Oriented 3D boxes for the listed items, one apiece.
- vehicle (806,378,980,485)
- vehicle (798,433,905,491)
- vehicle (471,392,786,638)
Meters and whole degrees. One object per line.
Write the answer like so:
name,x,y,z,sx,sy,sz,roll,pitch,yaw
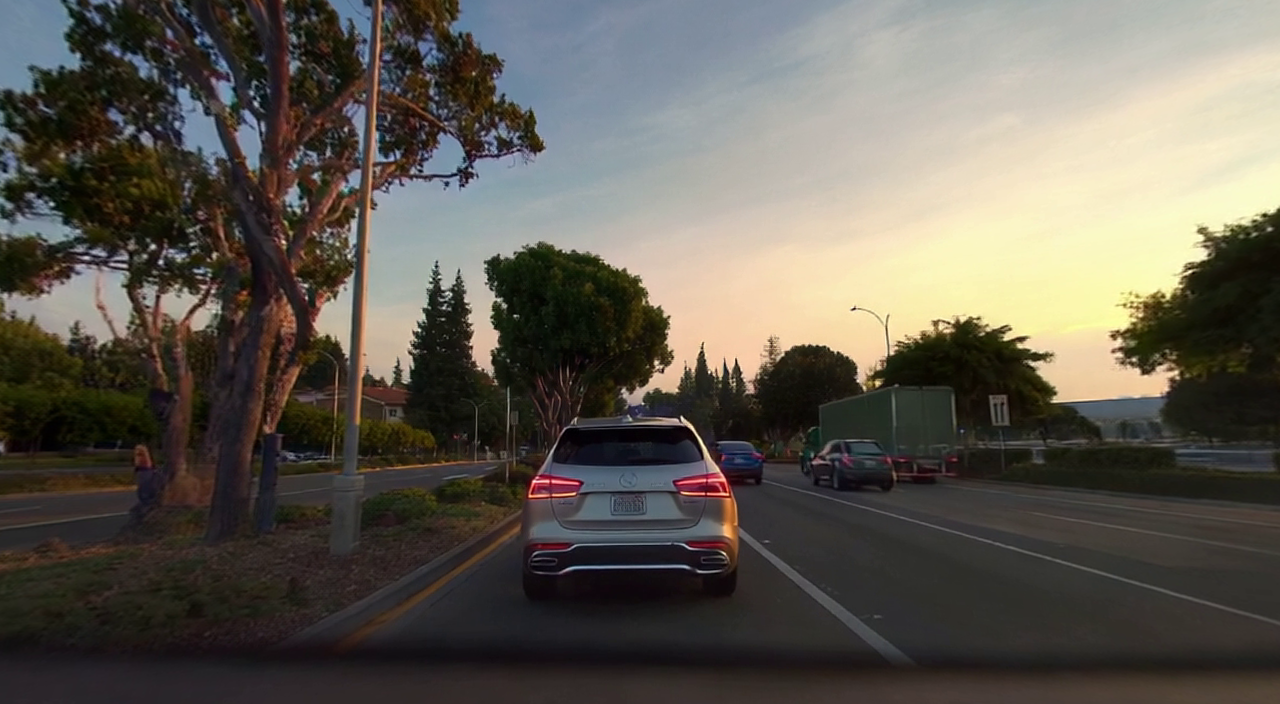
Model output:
vehicle,10.942,3.792,29.089,3.025,3.993,11.243,0,-9,-2
vehicle,7.266,3.823,22.160,2.024,1.810,4.807,0,-9,-1
vehicle,-0.100,1.428,6.452,2.172,1.694,4.055,0,-9,-1
